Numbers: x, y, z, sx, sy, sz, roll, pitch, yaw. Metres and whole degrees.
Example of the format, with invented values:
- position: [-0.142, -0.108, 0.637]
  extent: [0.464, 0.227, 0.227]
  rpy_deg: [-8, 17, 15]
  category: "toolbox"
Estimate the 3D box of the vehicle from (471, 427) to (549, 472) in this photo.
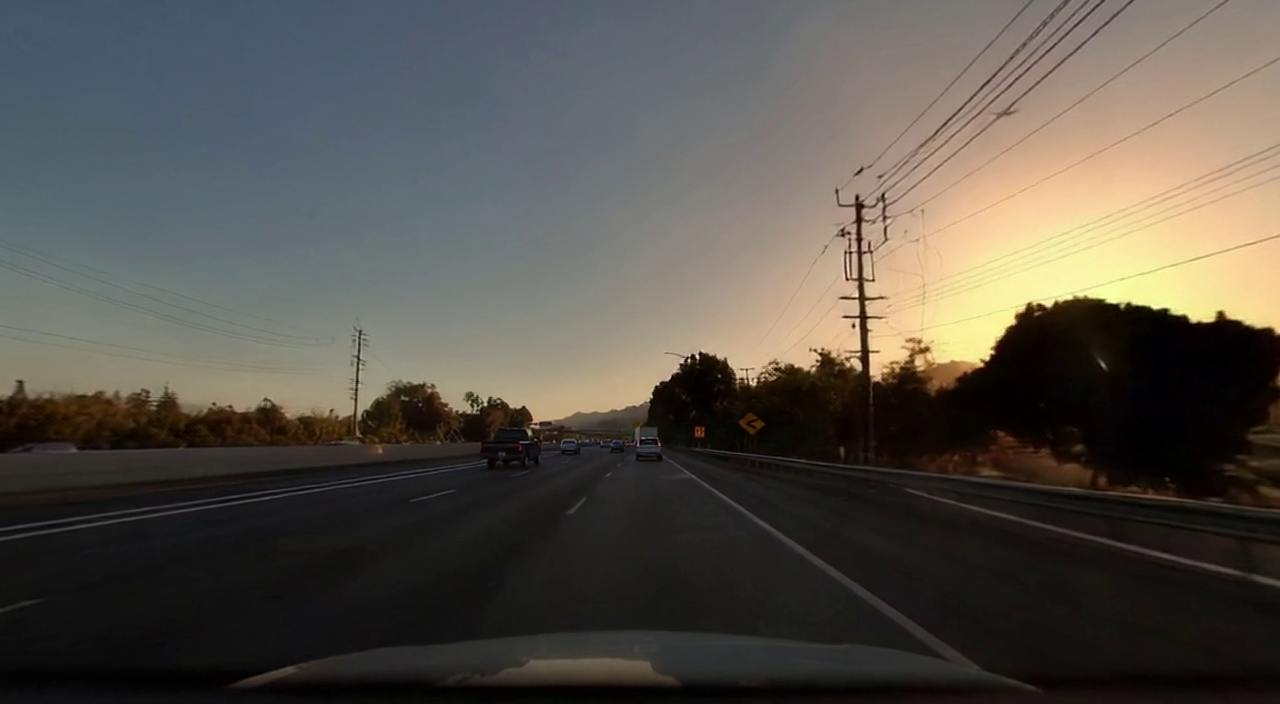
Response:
- position: [-6.307, 4.847, 31.614]
  extent: [2.460, 1.992, 6.474]
  rpy_deg: [0, -8, 0]
  category: "vehicle"

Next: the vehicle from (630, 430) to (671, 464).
- position: [0.654, 6.134, 40.897]
  extent: [2.448, 2.025, 5.193]
  rpy_deg: [0, -8, 0]
  category: "vehicle"
